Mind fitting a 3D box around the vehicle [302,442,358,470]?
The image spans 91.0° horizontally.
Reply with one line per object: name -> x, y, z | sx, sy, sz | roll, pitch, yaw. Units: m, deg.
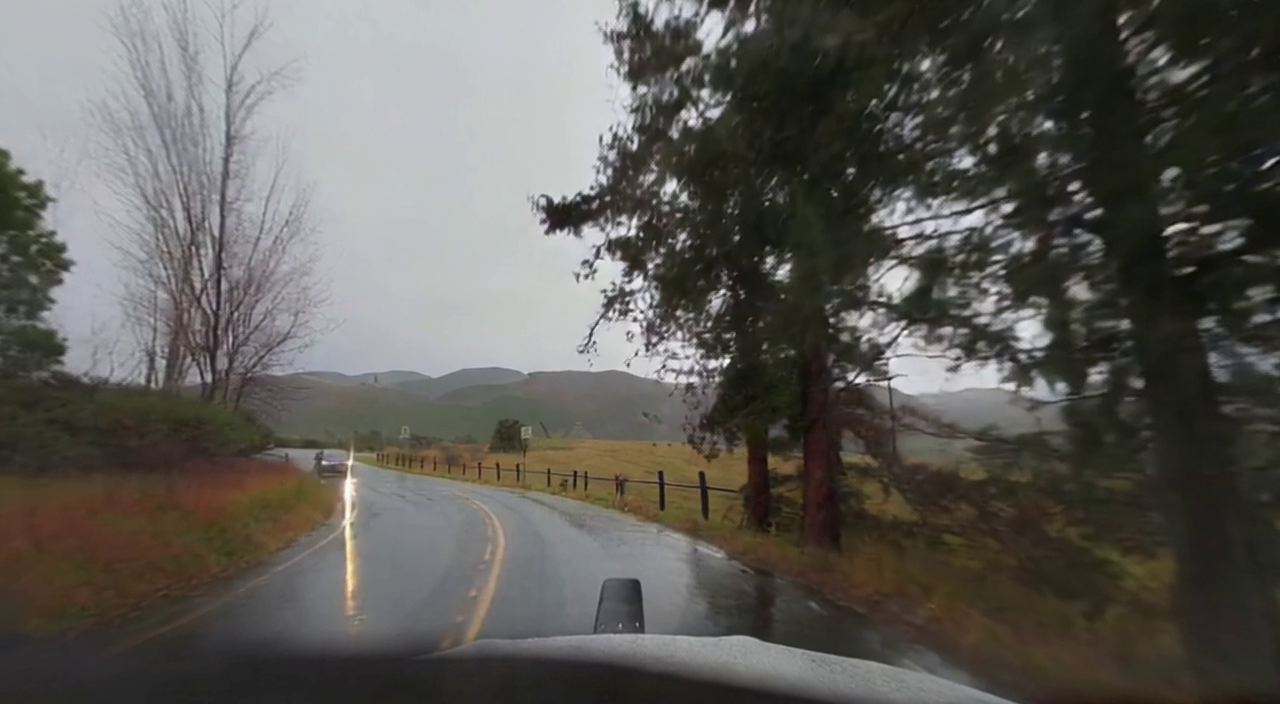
vehicle -> -19.658, 6.546, 39.857 | 2.075, 1.562, 4.241 | 8, -11, -40
